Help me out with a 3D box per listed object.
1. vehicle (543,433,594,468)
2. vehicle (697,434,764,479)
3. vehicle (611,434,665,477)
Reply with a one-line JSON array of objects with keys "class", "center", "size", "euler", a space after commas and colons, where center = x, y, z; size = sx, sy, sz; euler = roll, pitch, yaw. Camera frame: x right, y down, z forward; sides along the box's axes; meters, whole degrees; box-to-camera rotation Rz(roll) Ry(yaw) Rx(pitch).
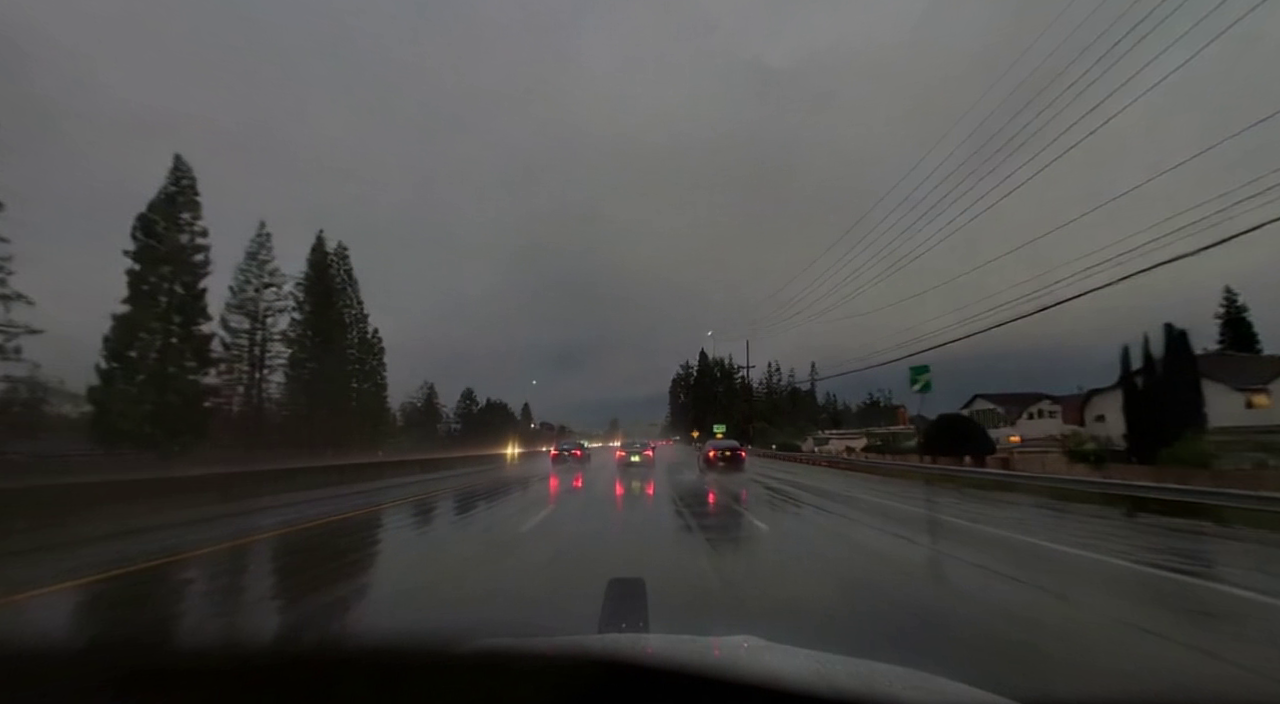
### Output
[{"class": "vehicle", "center": [-3.857, 5.430, 34.904], "size": [2.217, 1.773, 4.553], "euler": [0, -8, 1]}, {"class": "vehicle", "center": [3.448, 4.047, 24.694], "size": [1.996, 1.579, 3.841], "euler": [0, -8, -1]}, {"class": "vehicle", "center": [-0.059, 4.230, 26.120], "size": [2.049, 1.620, 4.153], "euler": [0, -8, 1]}]
